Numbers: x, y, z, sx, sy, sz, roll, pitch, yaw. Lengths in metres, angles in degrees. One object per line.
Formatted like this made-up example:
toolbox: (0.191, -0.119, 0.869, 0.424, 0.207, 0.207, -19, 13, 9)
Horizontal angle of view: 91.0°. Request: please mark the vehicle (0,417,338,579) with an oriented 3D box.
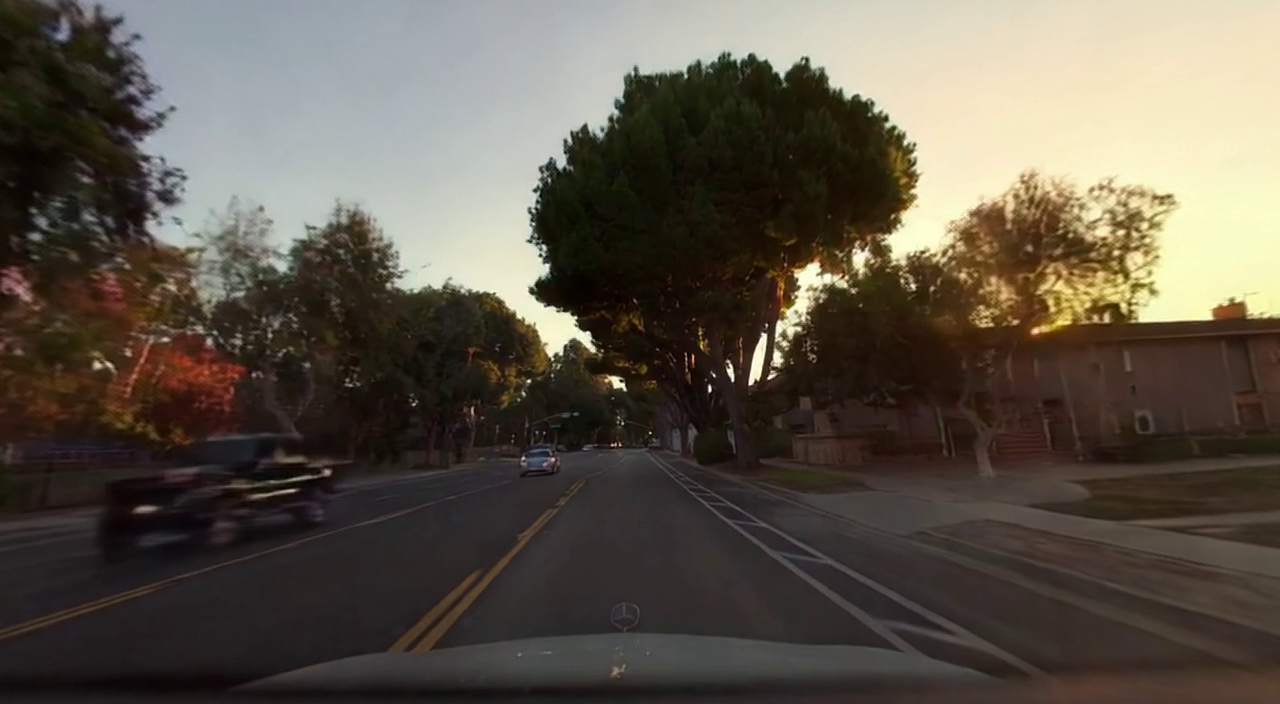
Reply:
vehicle: (-6.967, 2.112, 10.035, 2.063, 1.859, 4.812, -2, -8, -2)
